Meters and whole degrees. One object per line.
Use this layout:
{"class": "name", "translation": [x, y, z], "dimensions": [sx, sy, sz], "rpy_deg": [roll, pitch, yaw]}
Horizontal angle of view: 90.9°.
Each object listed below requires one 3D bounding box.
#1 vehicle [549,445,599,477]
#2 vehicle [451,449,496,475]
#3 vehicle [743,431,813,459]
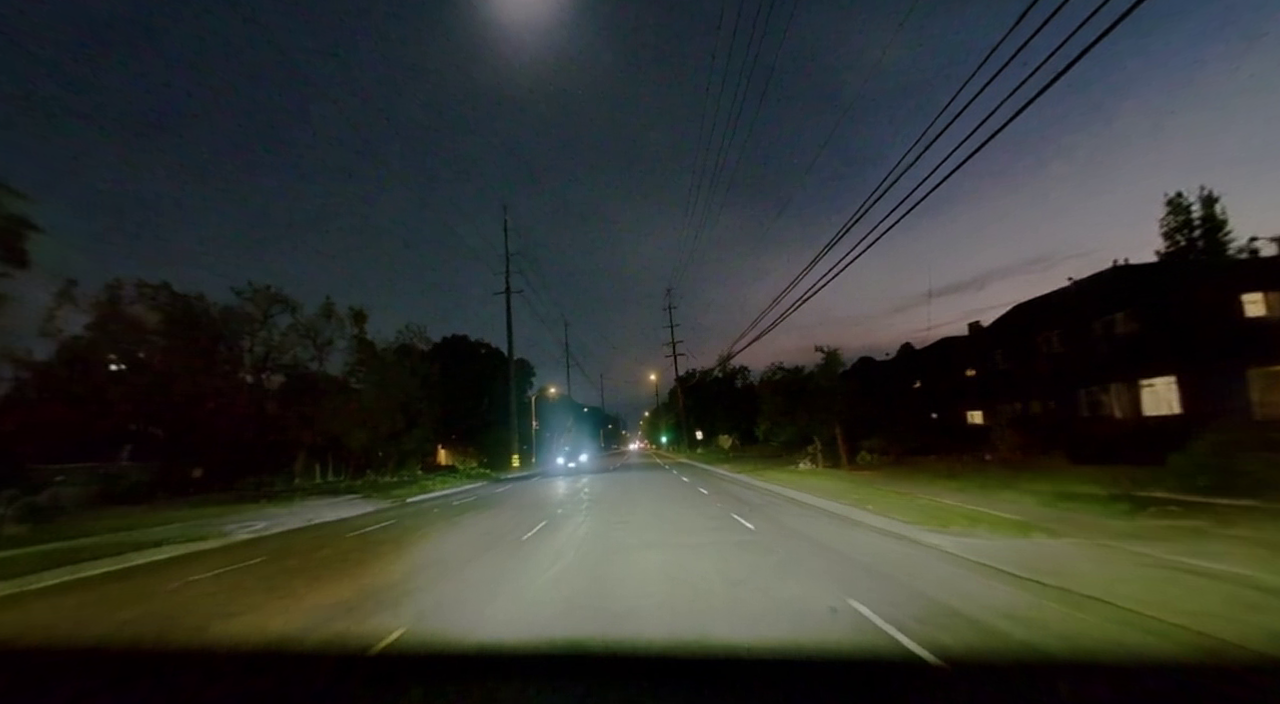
{"class": "vehicle", "translation": [-3.498, 5.853, 34.088], "dimensions": [2.102, 1.524, 4.387], "rpy_deg": [-3, -9, 1]}
{"class": "vehicle", "translation": [-13.128, 8.649, 49.962], "dimensions": [2.053, 1.906, 4.889], "rpy_deg": [0, -9, 3]}
{"class": "vehicle", "translation": [10.354, 7.020, 47.535], "dimensions": [4.626, 1.731, 2.007], "rpy_deg": [-3, -9, -2]}
